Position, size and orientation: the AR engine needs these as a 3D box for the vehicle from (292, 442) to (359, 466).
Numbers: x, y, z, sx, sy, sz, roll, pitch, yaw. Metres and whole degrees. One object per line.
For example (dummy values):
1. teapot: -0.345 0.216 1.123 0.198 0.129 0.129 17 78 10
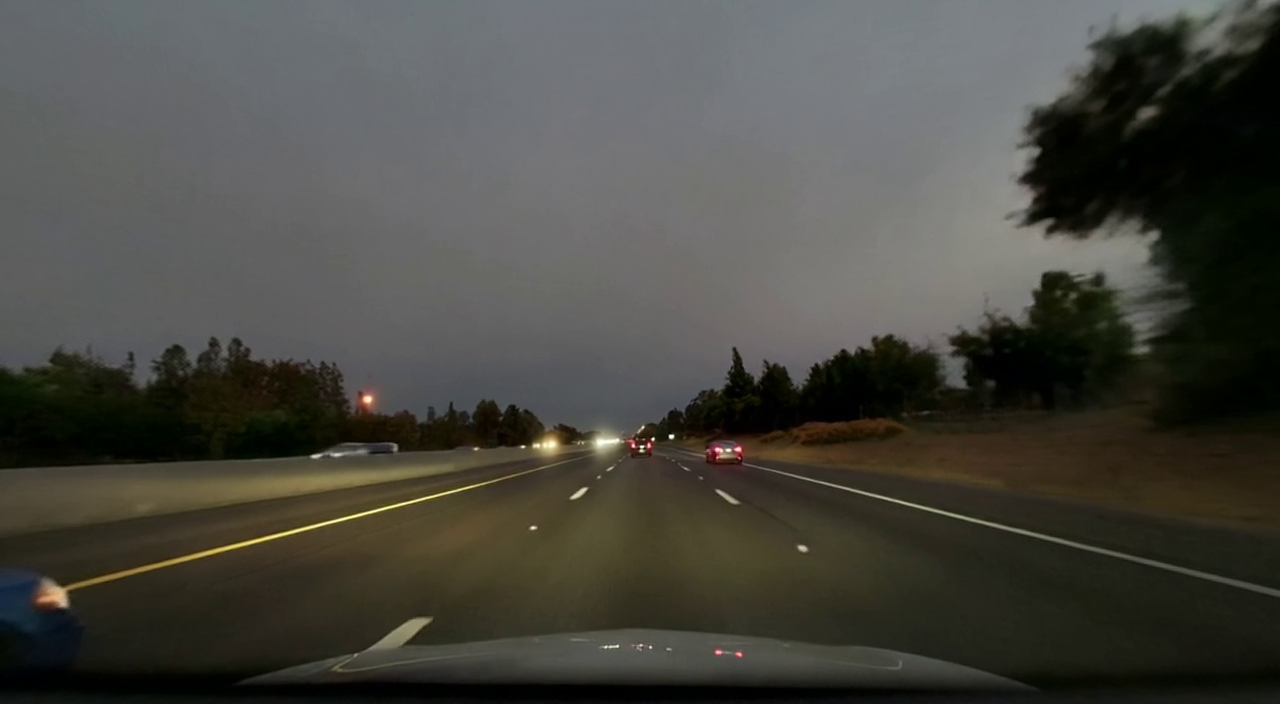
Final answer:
1. vehicle: -21.242 6.871 42.697 1.901 1.527 4.992 0 -8 1

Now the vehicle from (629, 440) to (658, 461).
1. vehicle: 0.262 7.232 46.251 2.052 1.449 3.857 0 -8 0

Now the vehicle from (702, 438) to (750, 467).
1. vehicle: 4.780 5.628 35.461 2.008 1.524 4.598 0 -8 0
